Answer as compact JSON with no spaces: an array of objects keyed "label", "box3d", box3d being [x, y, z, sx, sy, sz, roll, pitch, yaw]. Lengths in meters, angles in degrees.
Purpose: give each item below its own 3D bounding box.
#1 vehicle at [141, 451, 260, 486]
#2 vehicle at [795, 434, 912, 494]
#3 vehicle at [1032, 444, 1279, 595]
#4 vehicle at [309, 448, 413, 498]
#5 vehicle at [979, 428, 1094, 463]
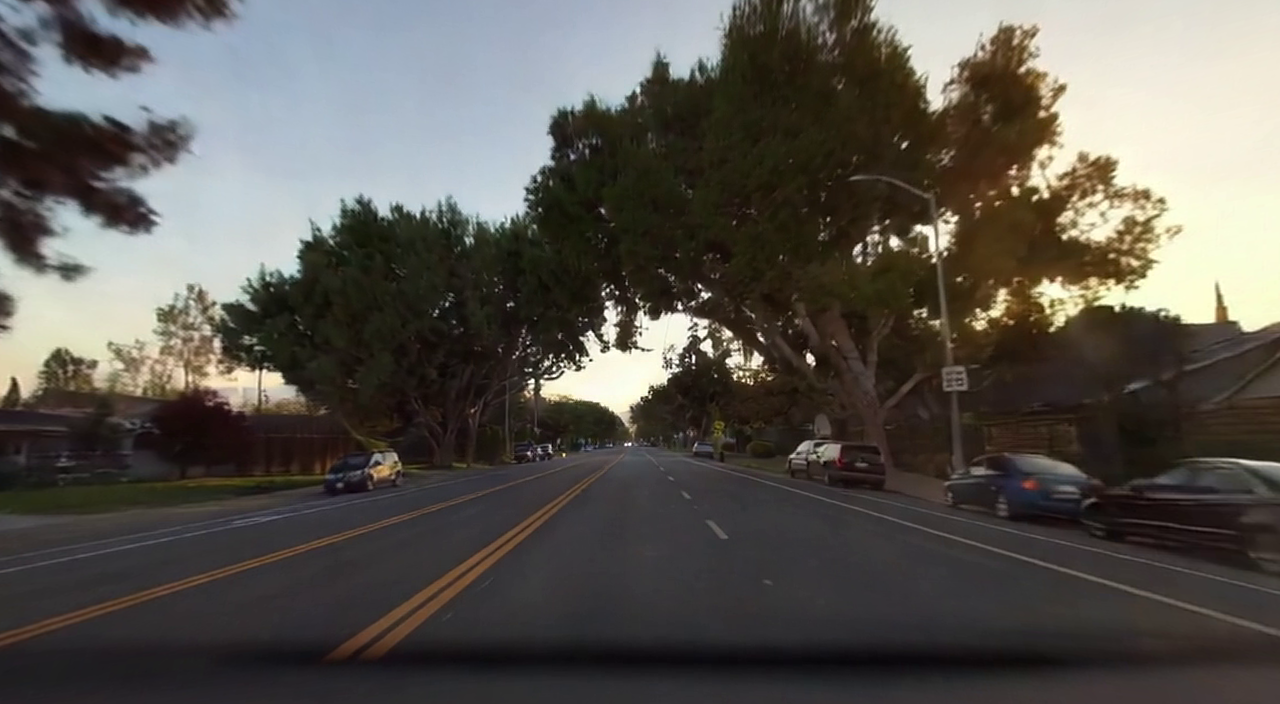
[{"label":"vehicle","box3d":[-20.469,5.435,29.563,4.055,1.511,1.898,0,-9,-5]},{"label":"vehicle","box3d":[7.070,3.754,21.662,2.087,1.762,5.493,0,-8,0]},{"label":"vehicle","box3d":[7.314,1.873,7.694,1.982,1.479,4.687,0,-9,-1]},{"label":"vehicle","box3d":[-10.829,4.710,24.994,2.048,1.692,4.635,-2,-9,-1]},{"label":"vehicle","box3d":[20.547,4.873,32.871,4.600,1.757,2.050,0,-9,-2]}]
